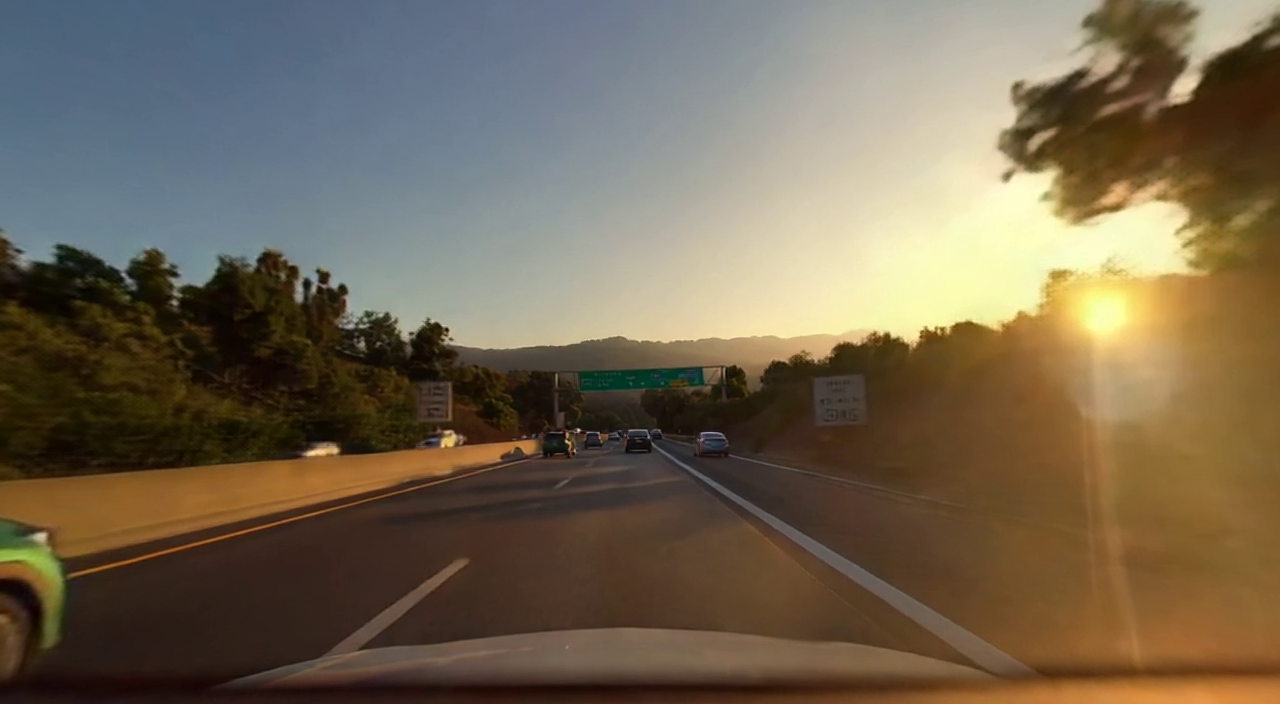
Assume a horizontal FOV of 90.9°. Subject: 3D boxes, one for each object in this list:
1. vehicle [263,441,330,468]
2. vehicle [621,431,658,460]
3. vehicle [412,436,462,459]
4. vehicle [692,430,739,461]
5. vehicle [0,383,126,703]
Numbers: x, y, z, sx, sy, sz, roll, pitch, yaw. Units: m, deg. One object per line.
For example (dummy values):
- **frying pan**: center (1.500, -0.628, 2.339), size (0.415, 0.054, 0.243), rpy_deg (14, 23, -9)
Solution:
- **vehicle**: center (-20.909, 6.238, 38.590), size (1.890, 1.473, 3.920), rpy_deg (-1, -8, 0)
- **vehicle**: center (-0.061, 5.015, 34.123), size (1.869, 1.466, 3.356), rpy_deg (0, -8, -1)
- **vehicle**: center (-13.982, 6.566, 43.731), size (1.926, 1.483, 4.717), rpy_deg (0, -8, -1)
- **vehicle**: center (3.863, 4.853, 32.828), size (1.841, 1.491, 3.869), rpy_deg (0, -8, -2)
- **vehicle**: center (-3.675, 0.652, 0.827), size (2.023, 1.512, 4.804), rpy_deg (0, -8, -1)
